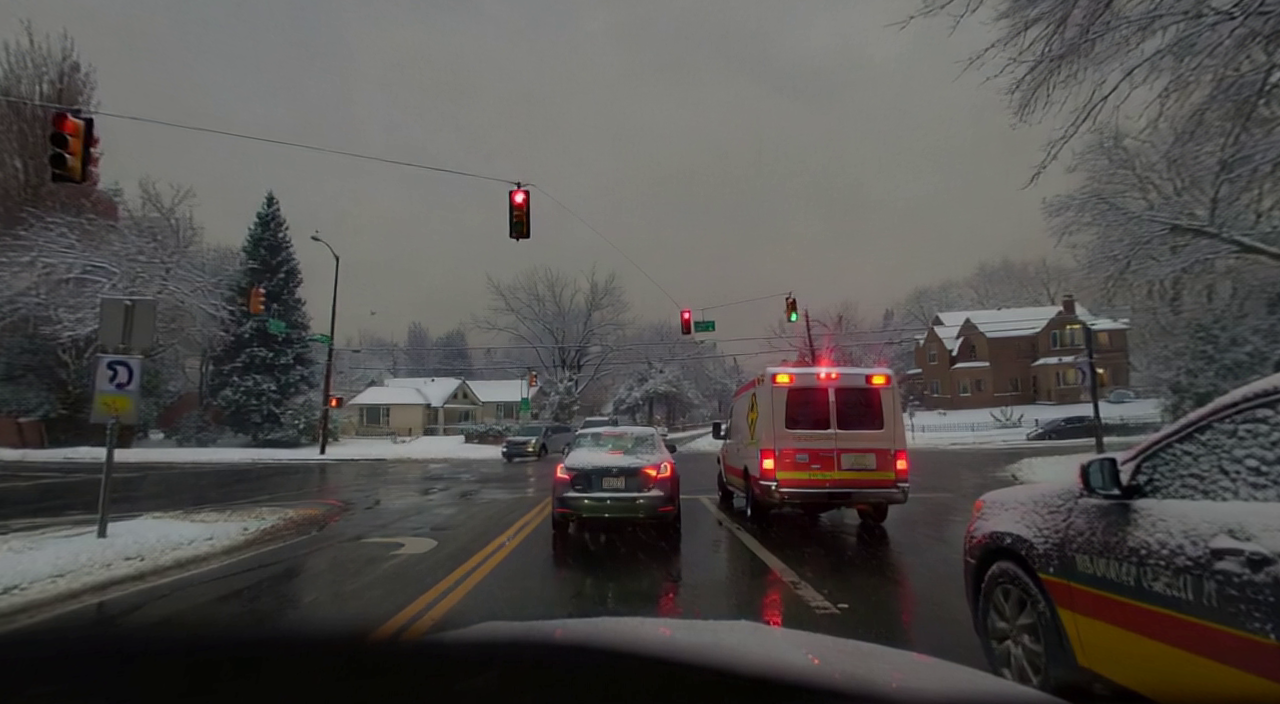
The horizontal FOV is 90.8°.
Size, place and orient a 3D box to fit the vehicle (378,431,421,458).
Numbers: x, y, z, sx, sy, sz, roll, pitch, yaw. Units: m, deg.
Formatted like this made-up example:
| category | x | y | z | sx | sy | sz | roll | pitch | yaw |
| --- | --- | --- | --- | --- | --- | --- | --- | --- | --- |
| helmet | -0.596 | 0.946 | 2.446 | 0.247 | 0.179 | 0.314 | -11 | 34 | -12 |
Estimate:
| category | x | y | z | sx | sy | sz | roll | pitch | yaw |
| --- | --- | --- | --- | --- | --- | --- | --- | --- | --- |
| vehicle | -17.733 | 6.877 | 46.875 | 2.246 | 1.880 | 4.454 | 1 | -8 | -12 |

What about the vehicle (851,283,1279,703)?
| category | x | y | z | sx | sy | sz | roll | pitch | yaw |
| --- | --- | --- | --- | --- | --- | --- | --- | --- | --- |
| vehicle | 2.852 | 0.894 | 2.854 | 2.194 | 1.820 | 4.652 | 0 | -8 | 0 |

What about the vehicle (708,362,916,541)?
| category | x | y | z | sx | sy | sz | roll | pitch | yaw |
| --- | --- | --- | --- | --- | --- | --- | --- | --- | --- |
| vehicle | 2.891 | 1.884 | 12.368 | 2.406 | 2.687 | 5.521 | 0 | -8 | -1 |

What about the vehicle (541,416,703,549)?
| category | x | y | z | sx | sy | sz | roll | pitch | yaw |
| --- | --- | --- | --- | --- | --- | --- | --- | --- | --- |
| vehicle | -0.268 | 1.977 | 10.189 | 2.114 | 1.707 | 3.725 | 0 | -8 | -1 |
